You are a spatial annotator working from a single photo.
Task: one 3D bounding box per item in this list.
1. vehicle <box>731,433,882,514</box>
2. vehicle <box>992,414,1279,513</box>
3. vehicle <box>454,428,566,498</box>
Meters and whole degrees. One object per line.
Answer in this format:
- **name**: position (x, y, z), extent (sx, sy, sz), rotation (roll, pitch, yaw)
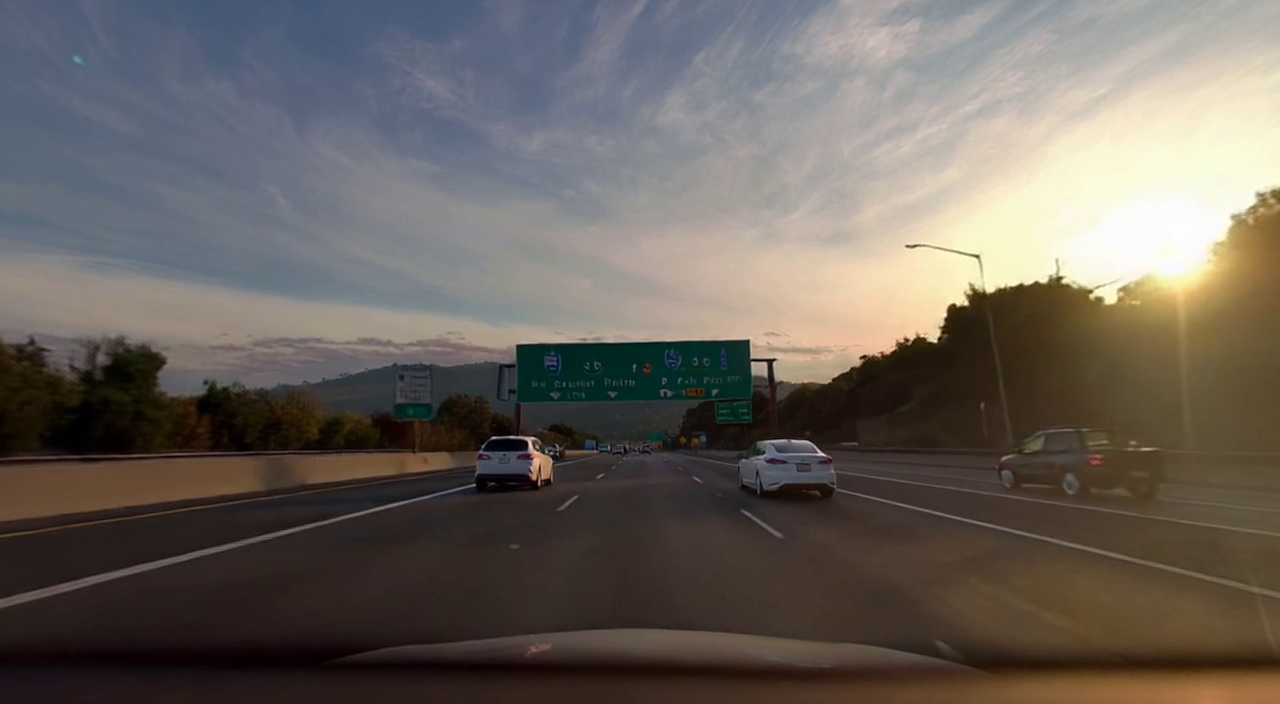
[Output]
- **vehicle**: position (3.573, 2.721, 14.700), extent (2.107, 1.550, 4.949), rotation (0, -9, -1)
- **vehicle**: position (11.135, 2.564, 14.966), extent (2.223, 1.865, 5.704), rotation (0, -9, -1)
- **vehicle**: position (-3.550, 3.131, 18.217), extent (2.193, 1.746, 4.512), rotation (0, -9, 1)
